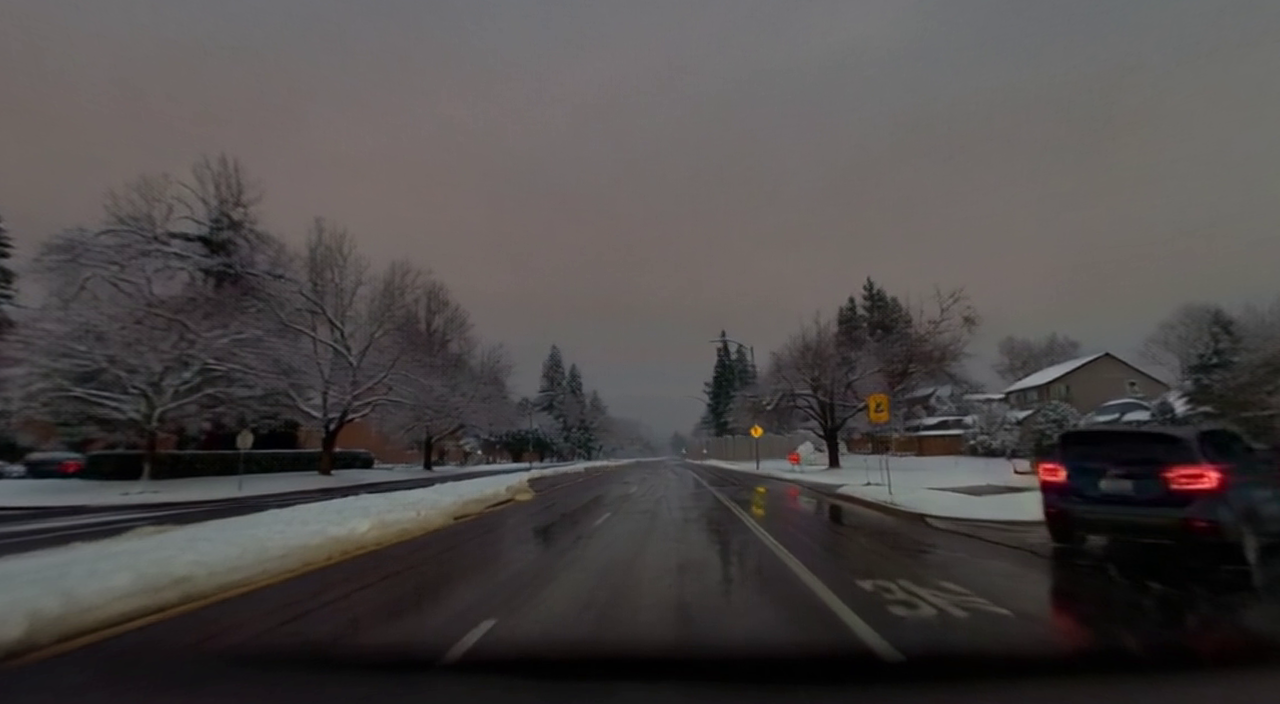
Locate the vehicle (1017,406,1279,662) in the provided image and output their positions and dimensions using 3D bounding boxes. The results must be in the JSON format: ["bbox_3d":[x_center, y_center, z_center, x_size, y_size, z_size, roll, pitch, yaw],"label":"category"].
[{"bbox_3d":[5.404,1.558,6.460,2.018,1.733,4.546,-6,-11,37],"label":"vehicle"}]
